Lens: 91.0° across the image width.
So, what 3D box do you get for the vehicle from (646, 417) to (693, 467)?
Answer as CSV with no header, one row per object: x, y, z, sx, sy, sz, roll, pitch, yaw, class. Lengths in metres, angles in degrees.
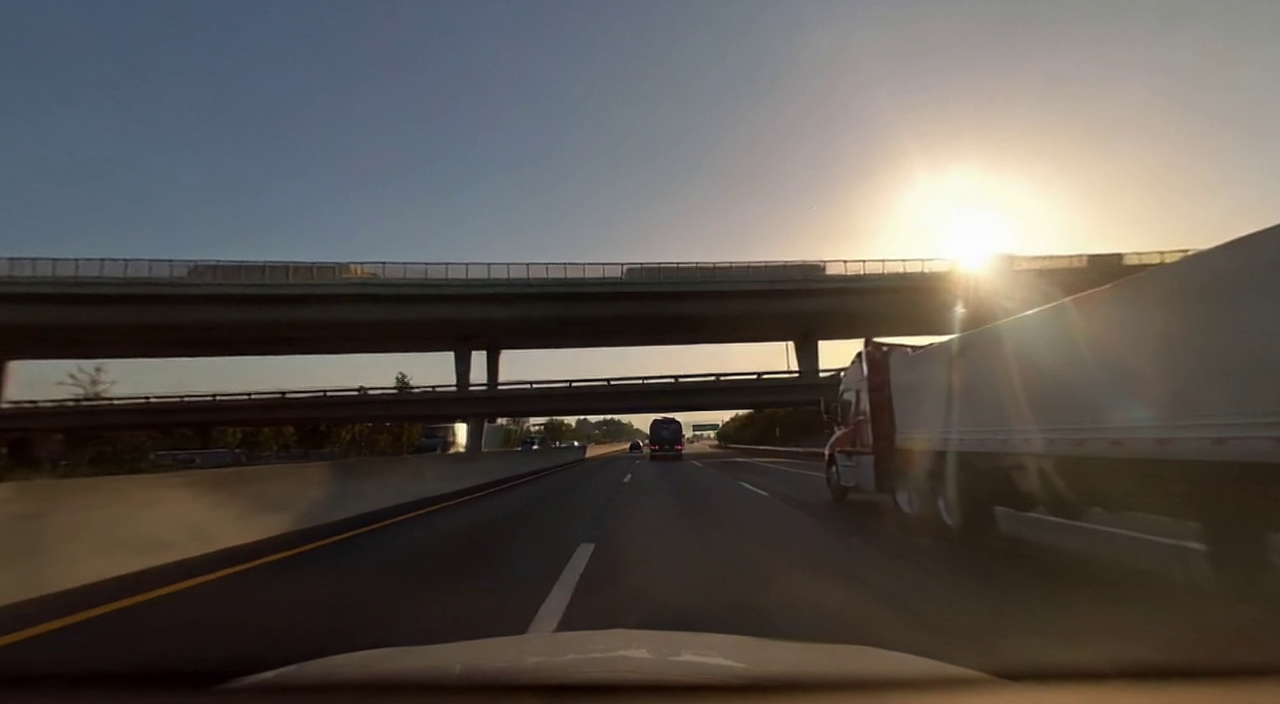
1.593,5.260,36.703,2.481,2.618,6.314,-1,-8,0,vehicle

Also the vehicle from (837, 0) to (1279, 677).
4.993,0.110,5.711,2.997,3.983,10.860,1,-8,0,vehicle
